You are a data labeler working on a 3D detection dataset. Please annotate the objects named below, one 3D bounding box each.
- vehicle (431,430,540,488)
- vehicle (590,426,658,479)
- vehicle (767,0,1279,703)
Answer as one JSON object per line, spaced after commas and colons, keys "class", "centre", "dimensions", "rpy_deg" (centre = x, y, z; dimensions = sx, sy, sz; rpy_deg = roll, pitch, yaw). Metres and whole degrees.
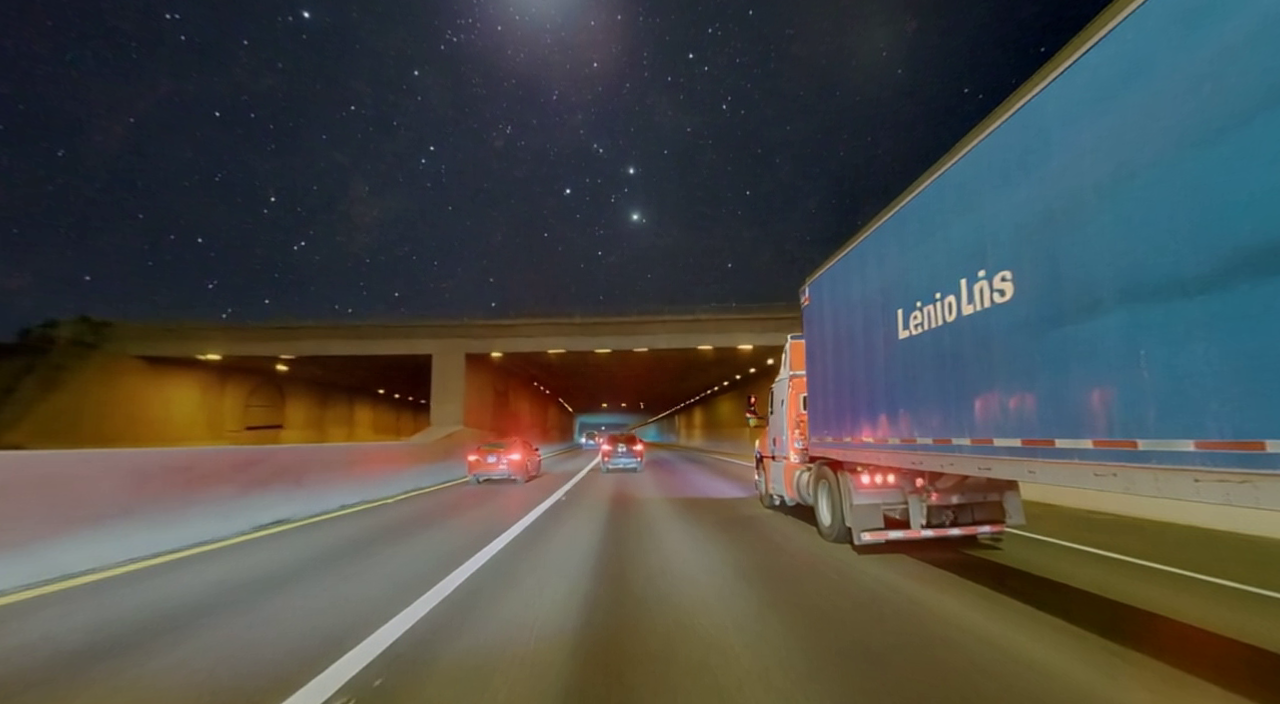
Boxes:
{"class": "vehicle", "centre": [-4.228, 2.978, 18.004], "dimensions": [2.019, 1.435, 4.317], "rpy_deg": [0, -8, 0]}
{"class": "vehicle", "centre": [-0.521, 3.329, 21.189], "dimensions": [2.094, 1.600, 3.666], "rpy_deg": [0, -8, -1]}
{"class": "vehicle", "centre": [3.823, -0.110, 4.289], "dimensions": [2.842, 4.108, 14.081], "rpy_deg": [0, -8, -1]}
